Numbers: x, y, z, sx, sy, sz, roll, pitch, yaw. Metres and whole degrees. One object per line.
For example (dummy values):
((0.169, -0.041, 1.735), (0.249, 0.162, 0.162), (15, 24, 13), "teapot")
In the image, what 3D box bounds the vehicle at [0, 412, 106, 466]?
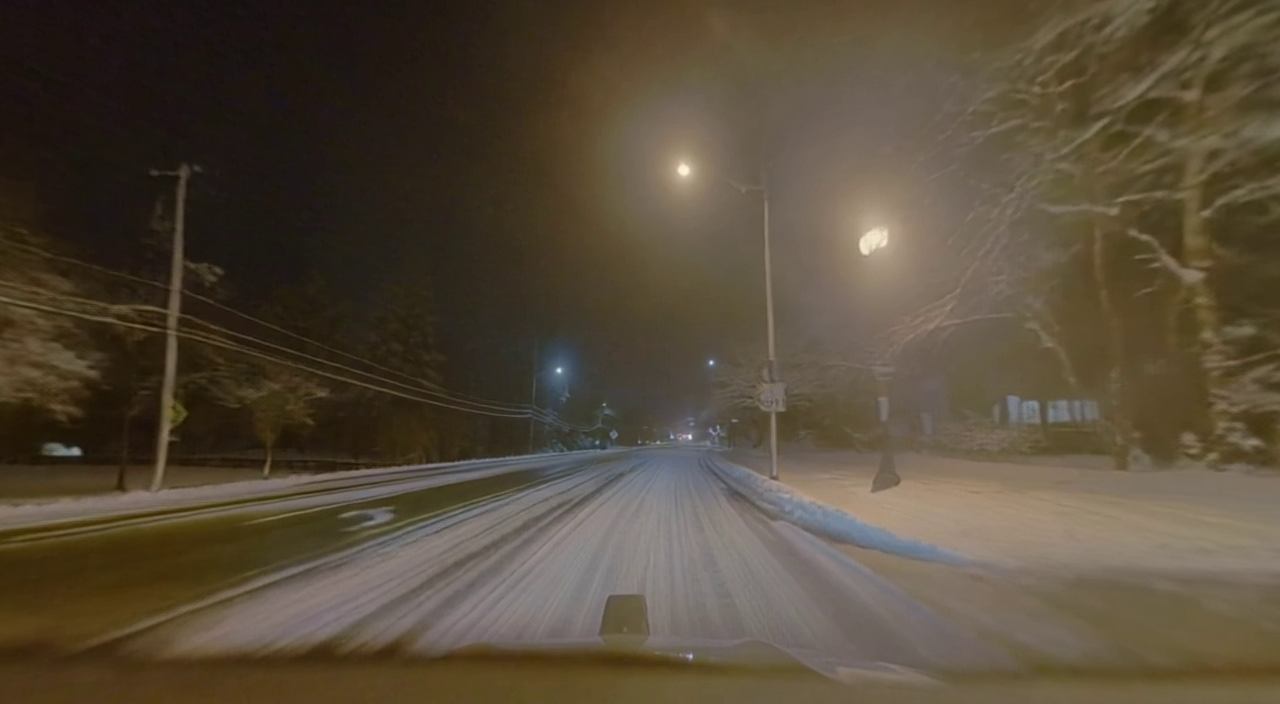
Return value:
((-42.268, 5.833, 41.989), (2.875, 3.424, 10.833), (-2, -9, 7), "vehicle")
